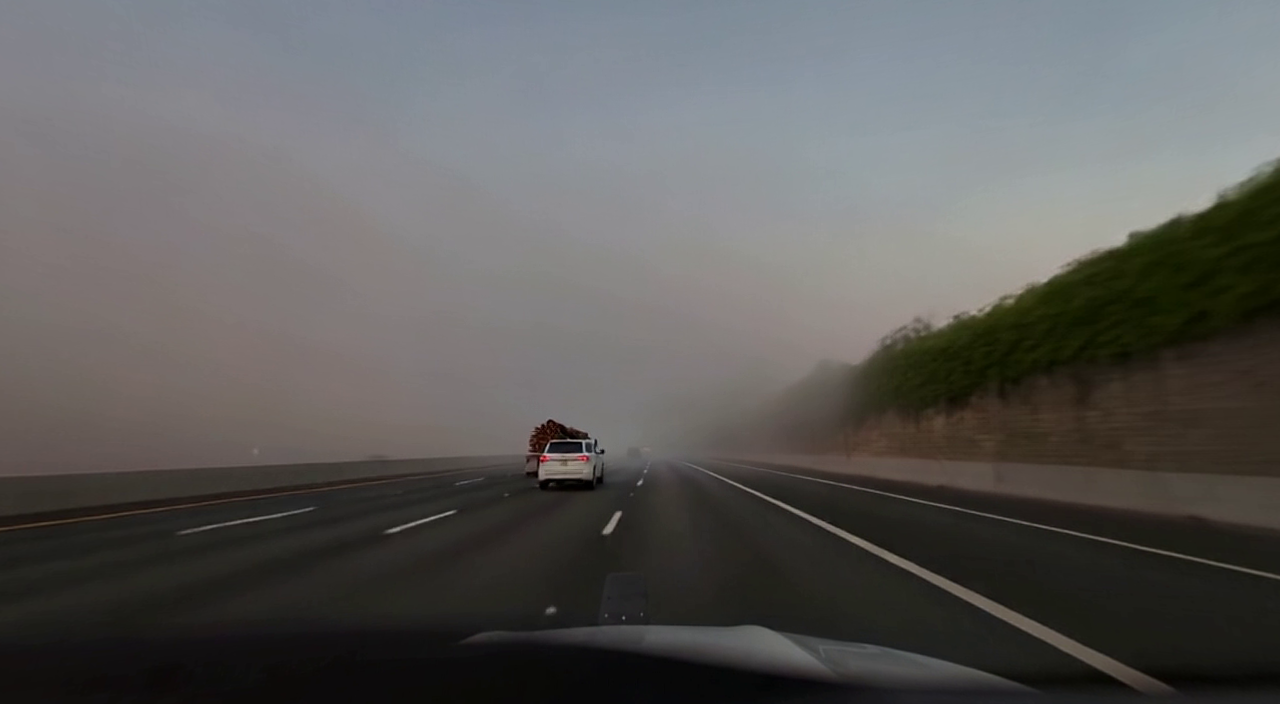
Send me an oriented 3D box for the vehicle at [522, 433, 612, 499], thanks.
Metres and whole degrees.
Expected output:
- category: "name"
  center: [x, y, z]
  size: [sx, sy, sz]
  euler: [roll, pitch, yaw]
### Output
- category: "vehicle"
  center: [-2.117, 3.463, 19.586]
  size: [2.114, 1.787, 4.365]
  euler: [-1, -8, 2]
